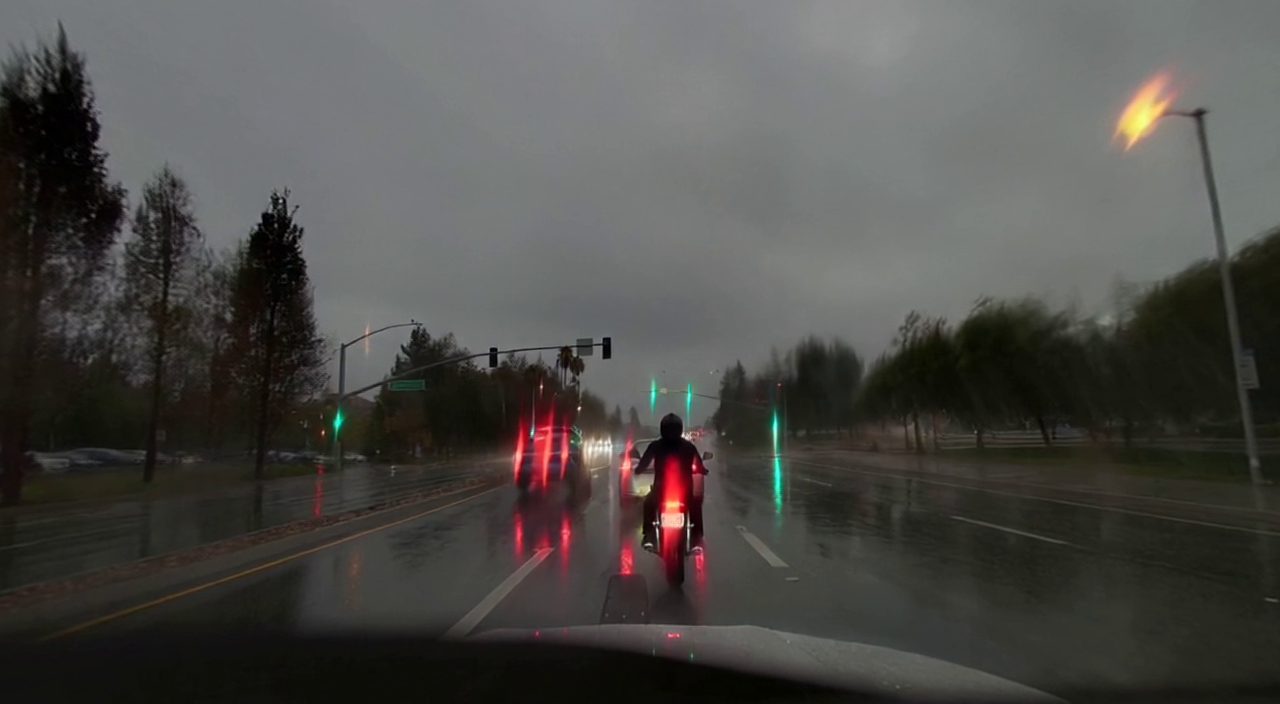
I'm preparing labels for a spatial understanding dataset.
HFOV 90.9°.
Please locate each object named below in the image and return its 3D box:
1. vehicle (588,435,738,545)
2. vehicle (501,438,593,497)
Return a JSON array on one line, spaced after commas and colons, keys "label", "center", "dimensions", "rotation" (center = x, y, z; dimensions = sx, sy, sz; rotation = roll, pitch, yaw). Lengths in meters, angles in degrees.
[{"label": "vehicle", "center": [0.336, 2.196, 10.832], "dimensions": [2.009, 1.450, 4.608], "rotation": [-1, -8, 1]}, {"label": "vehicle", "center": [-2.547, 3.284, 18.294], "dimensions": [1.979, 1.499, 3.840], "rotation": [-1, -8, 2]}]
